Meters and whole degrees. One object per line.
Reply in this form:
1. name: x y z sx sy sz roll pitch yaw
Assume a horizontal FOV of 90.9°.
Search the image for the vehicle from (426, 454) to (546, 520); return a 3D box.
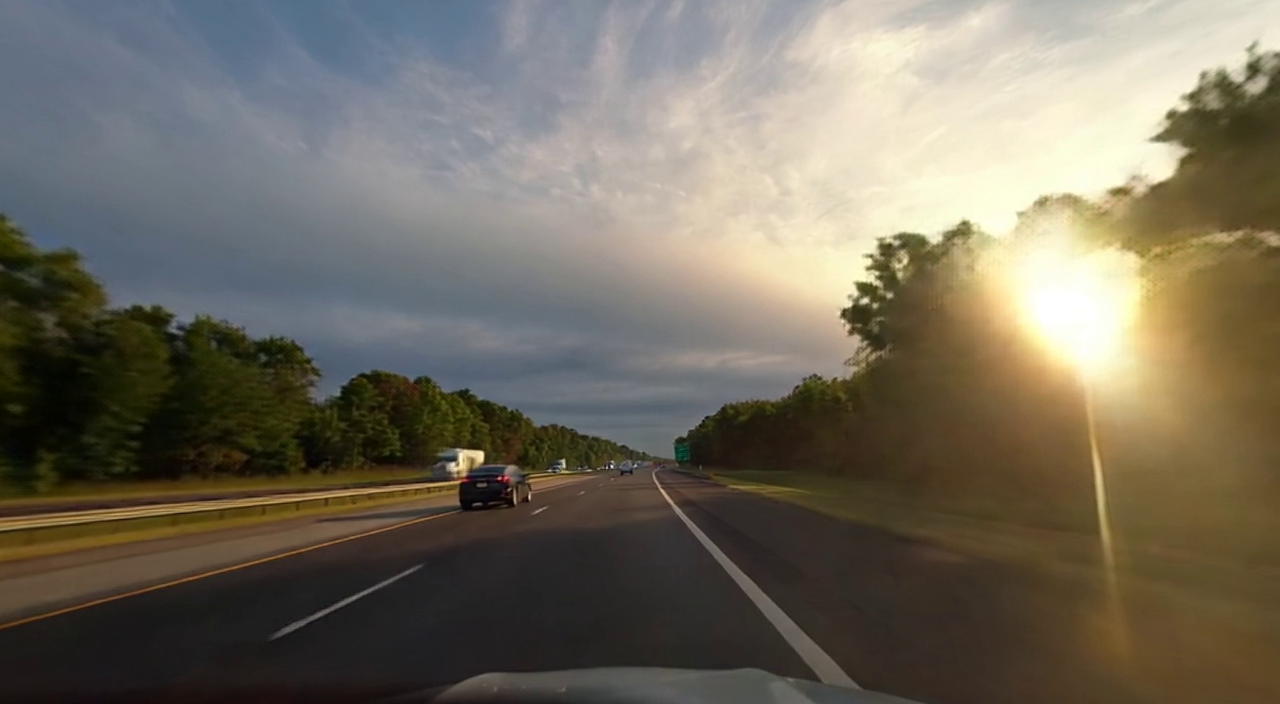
1. vehicle: -3.936 3.568 17.007 2.043 1.486 4.442 0 -10 1
